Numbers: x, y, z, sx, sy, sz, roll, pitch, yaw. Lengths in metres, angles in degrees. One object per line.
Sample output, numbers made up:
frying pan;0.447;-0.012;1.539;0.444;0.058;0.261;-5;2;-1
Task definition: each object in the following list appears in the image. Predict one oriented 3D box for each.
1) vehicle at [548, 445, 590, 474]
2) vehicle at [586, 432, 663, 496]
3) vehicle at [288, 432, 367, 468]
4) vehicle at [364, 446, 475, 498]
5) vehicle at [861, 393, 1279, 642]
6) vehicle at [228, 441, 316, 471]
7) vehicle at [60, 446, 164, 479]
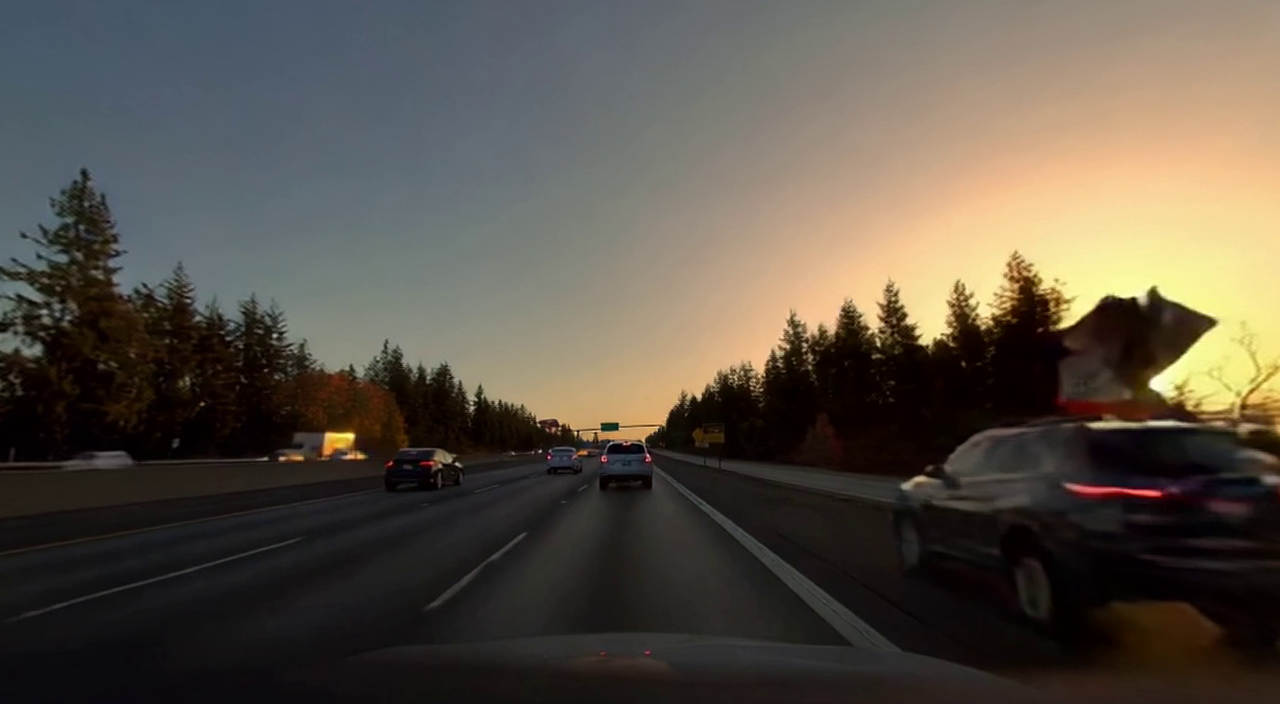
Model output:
vehicle;-3.896;5.976;35.316;1.889;1.522;4.465;0;-9;-1
vehicle;-0.437;3.472;19.895;2.127;1.749;4.776;0;-9;0
vehicle;-22.832;7.222;46.379;2.547;2.468;6.237;0;-9;0
vehicle;-7.036;3.851;20.711;1.892;1.468;4.792;0;-9;0
vehicle;4.147;1.476;6.649;1.925;1.716;4.378;0;-9;-1
vehicle;-22.970;6.508;39.595;2.220;1.730;5.503;0;-9;0
vehicle;-26.650;5.574;31.988;1.795;1.541;4.027;0;-9;-1
